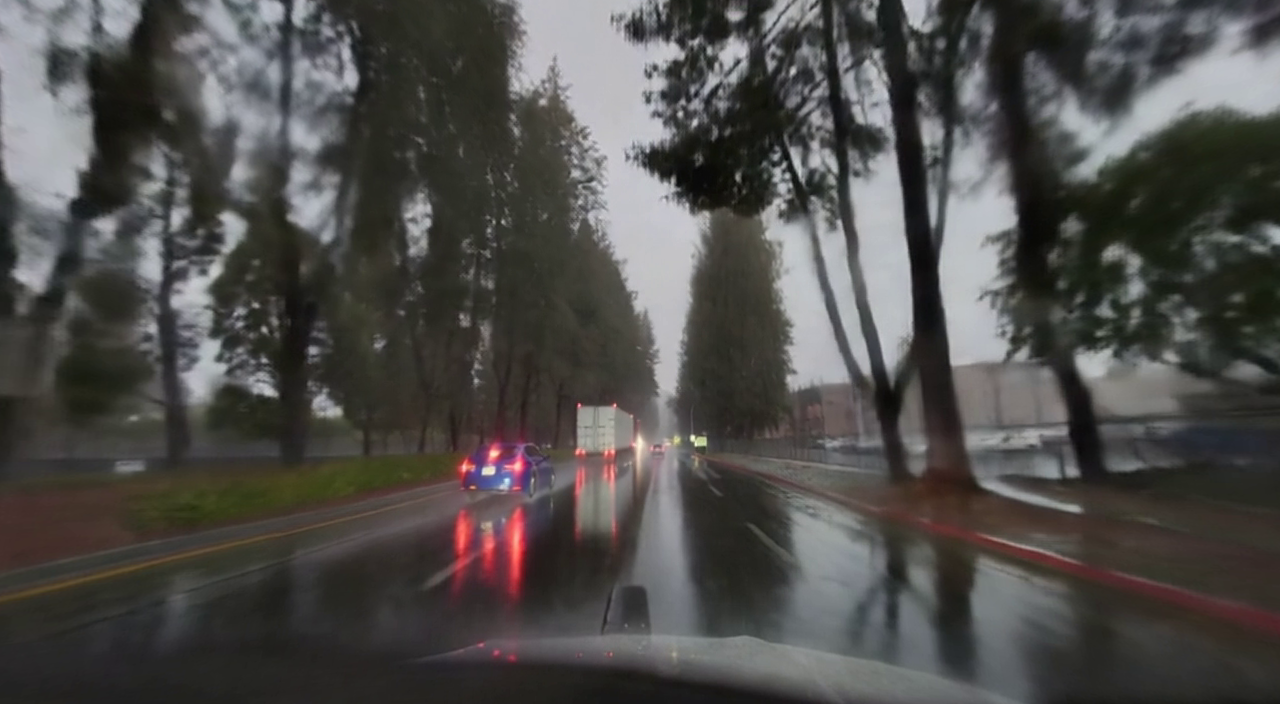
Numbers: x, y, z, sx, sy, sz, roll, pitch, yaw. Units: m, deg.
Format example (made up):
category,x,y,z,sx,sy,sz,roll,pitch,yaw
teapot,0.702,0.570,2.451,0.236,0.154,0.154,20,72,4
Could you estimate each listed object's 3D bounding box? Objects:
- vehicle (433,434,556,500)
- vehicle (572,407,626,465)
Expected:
category,x,y,z,sx,sy,sz,roll,pitch,yaw
vehicle,-3.565,2.903,16.372,2.005,1.462,4.345,0,-8,2
vehicle,-2.430,5.443,40.450,2.746,3.276,8.572,0,-8,1
